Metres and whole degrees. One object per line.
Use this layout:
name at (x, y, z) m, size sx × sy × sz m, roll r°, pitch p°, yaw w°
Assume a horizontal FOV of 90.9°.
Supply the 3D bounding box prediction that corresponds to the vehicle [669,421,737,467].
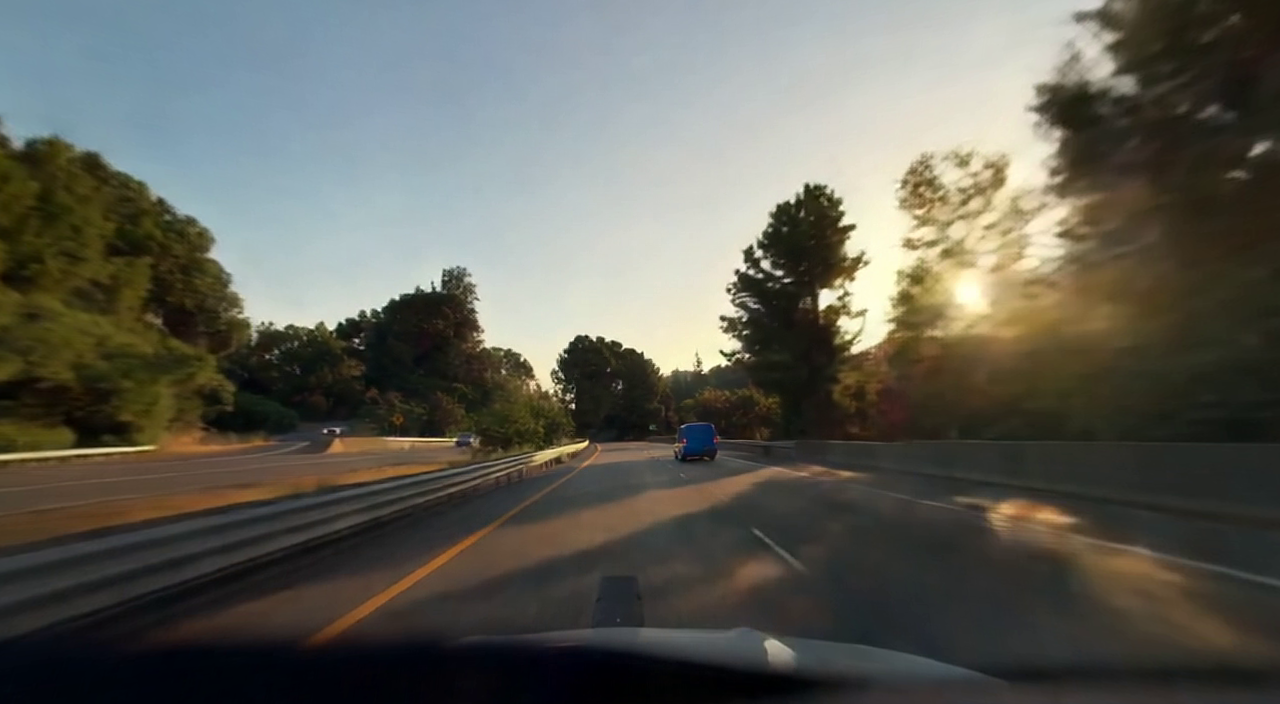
vehicle at (2.571, 3.915, 27.036) m, size 2.240 × 1.801 × 4.545 m, roll 0°, pitch -8°, yaw -3°
